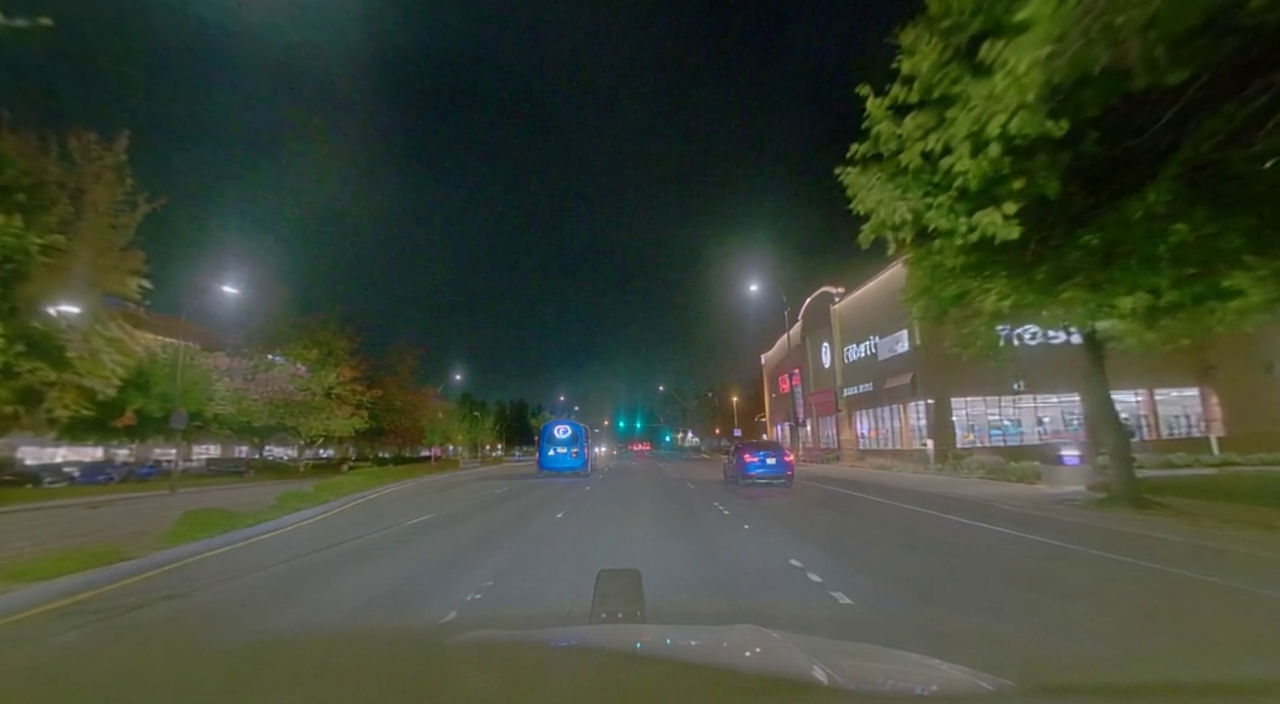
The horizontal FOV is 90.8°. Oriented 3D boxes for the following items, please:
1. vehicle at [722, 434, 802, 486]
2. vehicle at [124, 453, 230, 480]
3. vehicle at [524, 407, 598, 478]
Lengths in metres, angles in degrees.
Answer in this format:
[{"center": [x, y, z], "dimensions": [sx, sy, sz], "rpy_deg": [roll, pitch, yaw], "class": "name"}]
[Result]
[{"center": [4.234, 3.818, 22.618], "dimensions": [1.869, 1.646, 4.166], "rpy_deg": [0, -9, -2], "class": "vehicle"}, {"center": [-31.901, 7.899, 43.823], "dimensions": [5.692, 1.725, 2.144], "rpy_deg": [5, -10, -33], "class": "vehicle"}, {"center": [-3.311, 4.015, 27.854], "dimensions": [2.443, 2.784, 5.862], "rpy_deg": [0, -9, 1], "class": "vehicle"}]
